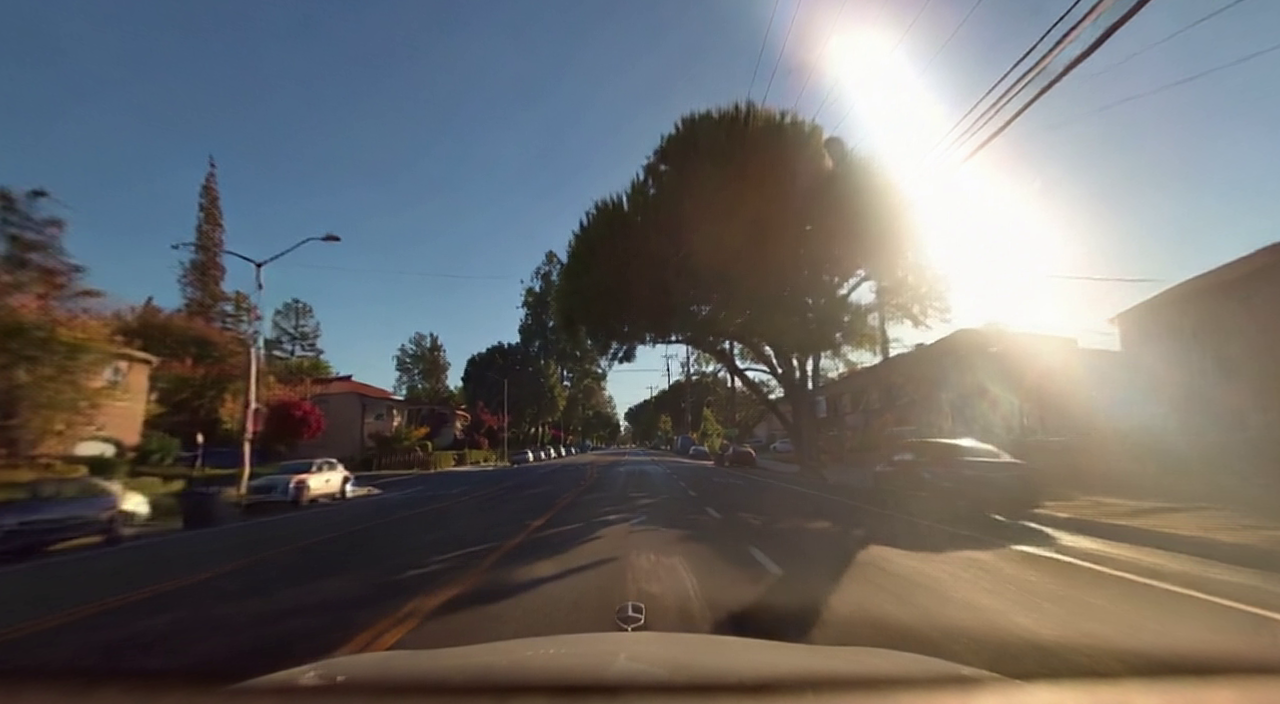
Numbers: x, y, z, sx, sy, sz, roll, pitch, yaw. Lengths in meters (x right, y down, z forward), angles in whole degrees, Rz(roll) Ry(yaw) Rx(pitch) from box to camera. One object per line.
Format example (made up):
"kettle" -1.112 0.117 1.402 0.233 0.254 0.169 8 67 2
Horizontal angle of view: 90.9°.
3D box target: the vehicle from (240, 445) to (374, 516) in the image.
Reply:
"vehicle" -10.439 3.982 20.165 1.984 1.762 4.266 -4 -7 0

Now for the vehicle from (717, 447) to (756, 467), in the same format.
"vehicle" 7.114 7.794 47.000 2.070 1.428 4.636 0 -9 -1

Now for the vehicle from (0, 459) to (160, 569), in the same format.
"vehicle" -10.672 2.713 10.528 1.932 1.472 4.516 -3 -7 -2

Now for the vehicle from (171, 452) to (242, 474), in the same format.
"vehicle" -31.695 8.094 46.281 1.786 1.448 4.702 -1 -8 2

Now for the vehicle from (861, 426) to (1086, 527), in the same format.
"vehicle" 6.689 2.542 13.496 2.194 1.741 4.800 -1 -9 0
